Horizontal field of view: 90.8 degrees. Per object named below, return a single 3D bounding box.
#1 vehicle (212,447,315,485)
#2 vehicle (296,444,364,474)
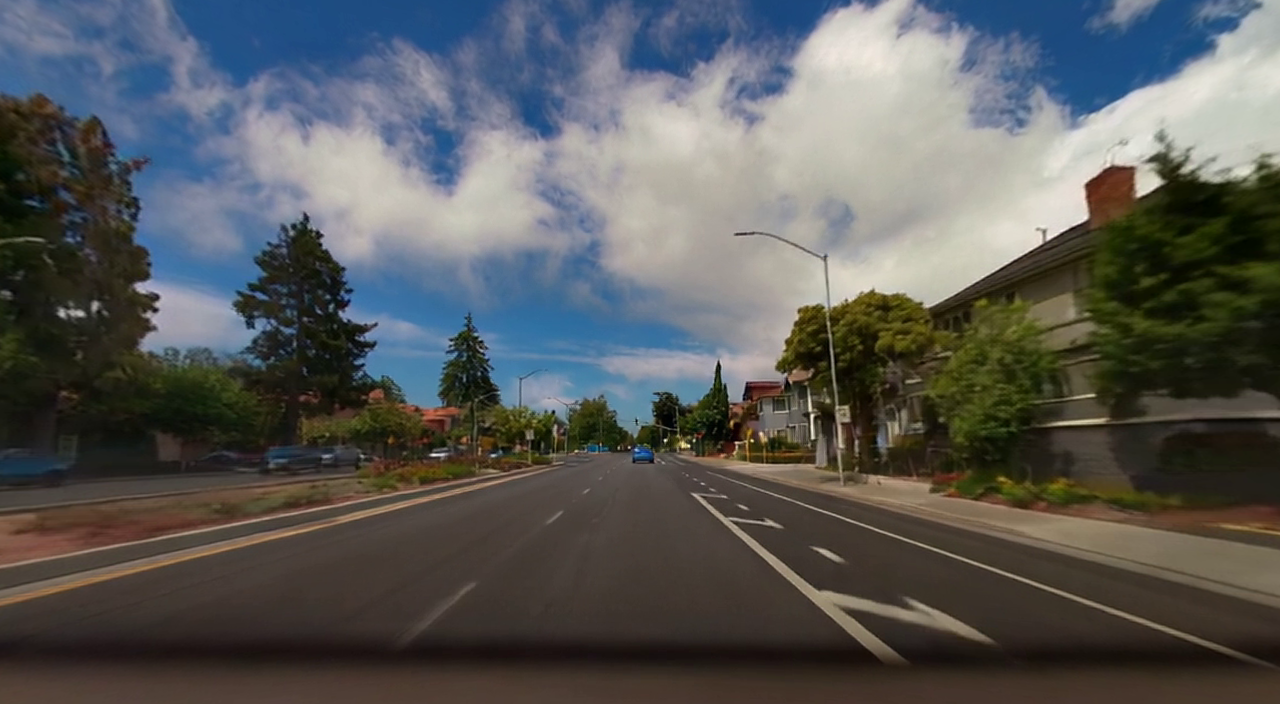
[{"bbox_3d":[-16.144,4.884,27.354,1.773,1.505,4.280,0,-9,0],"label":"vehicle"},{"bbox_3d":[-20.010,6.902,41.037,1.984,1.790,4.830,0,-9,-1],"label":"vehicle"}]
